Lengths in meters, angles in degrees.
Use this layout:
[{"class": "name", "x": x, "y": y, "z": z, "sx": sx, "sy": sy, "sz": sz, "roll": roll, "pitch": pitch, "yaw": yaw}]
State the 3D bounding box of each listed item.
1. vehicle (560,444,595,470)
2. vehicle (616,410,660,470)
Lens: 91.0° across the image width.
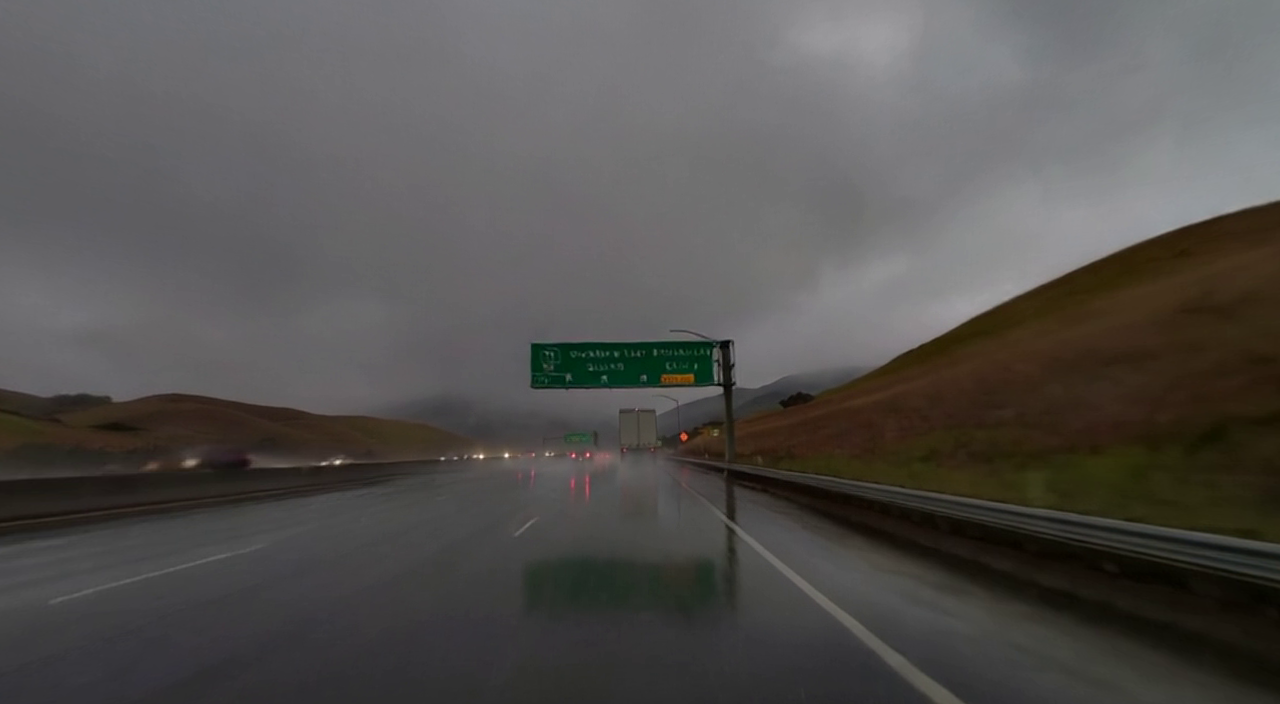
[{"class": "vehicle", "x": -4.295, "y": 7.332, "z": 44.198, "sx": 2.053, "sy": 1.746, "sz": 4.508, "roll": 0, "pitch": -9, "yaw": -1}, {"class": "vehicle", "x": -0.076, "y": 6.947, "z": 49.245, "sx": 3.039, "sy": 4.131, "sz": 11.822, "roll": 0, "pitch": -9, "yaw": 0}]
